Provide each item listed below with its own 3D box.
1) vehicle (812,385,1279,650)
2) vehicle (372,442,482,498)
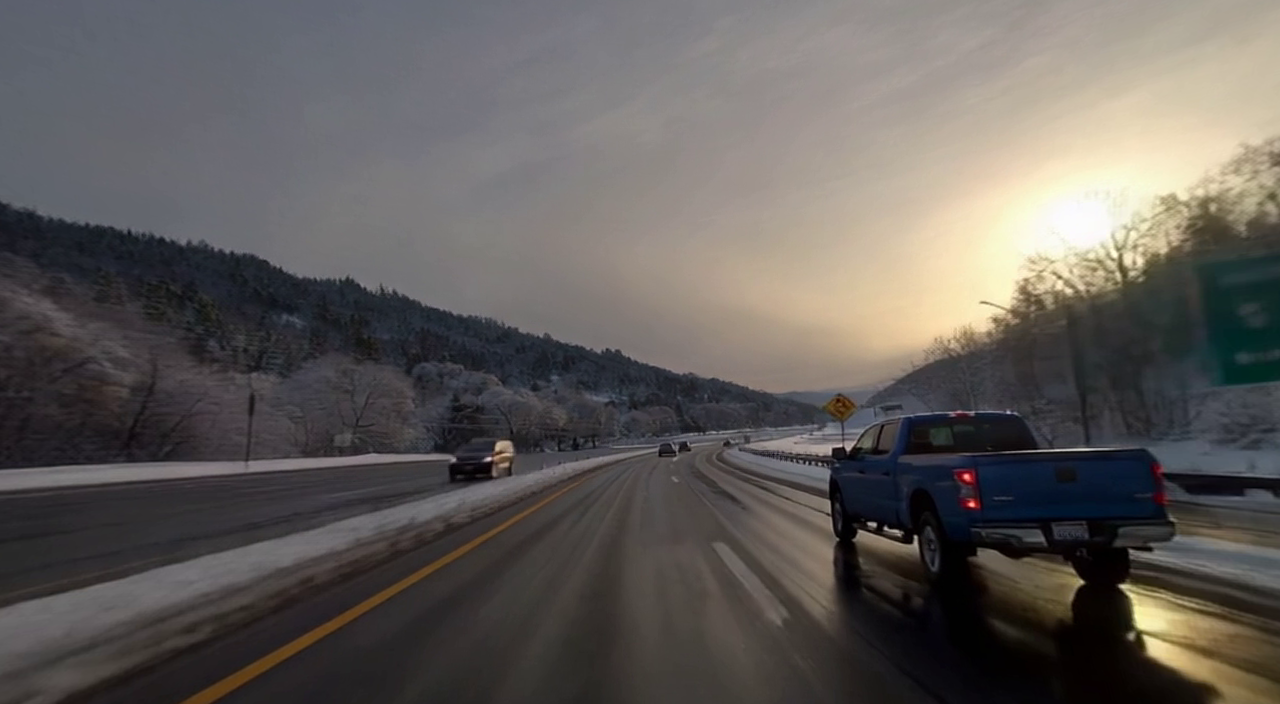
[{"bbox_3d":[3.545,1.450,6.620,2.151,1.744,4.709,0,-9,0],"label":"vehicle"},{"bbox_3d":[-7.659,4.253,23.331,2.162,1.816,4.951,-1,-9,2],"label":"vehicle"}]
